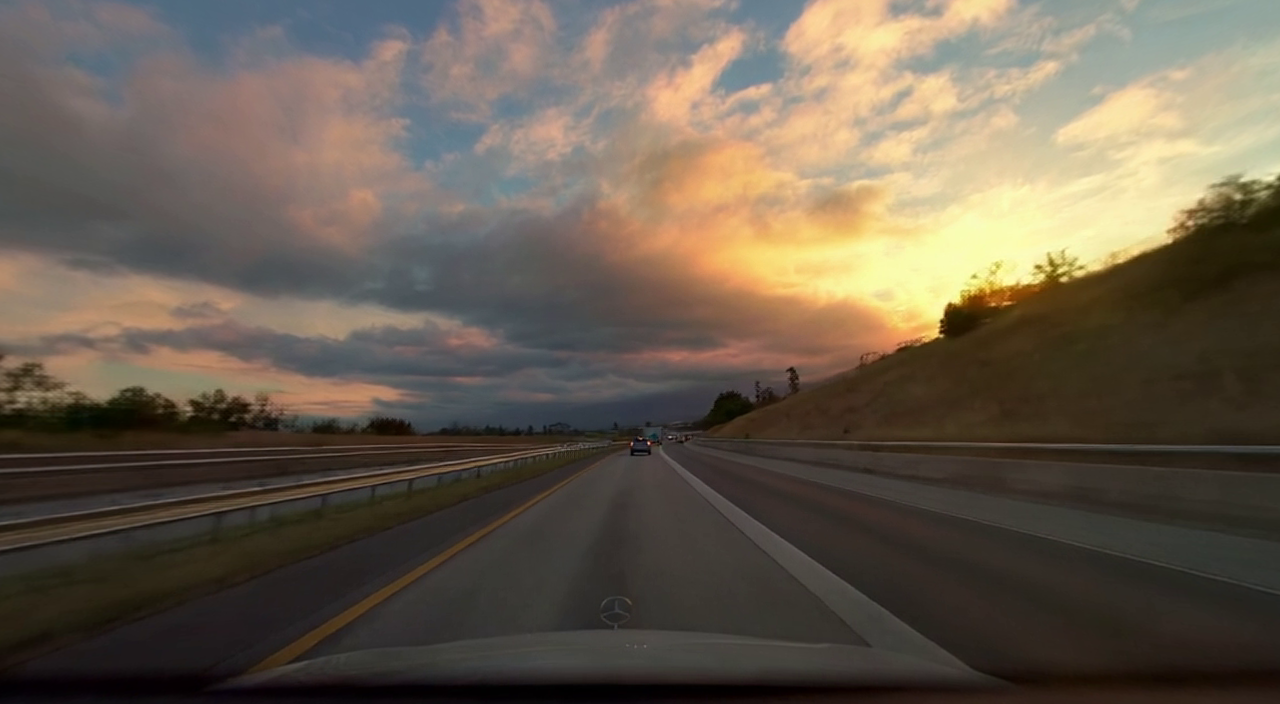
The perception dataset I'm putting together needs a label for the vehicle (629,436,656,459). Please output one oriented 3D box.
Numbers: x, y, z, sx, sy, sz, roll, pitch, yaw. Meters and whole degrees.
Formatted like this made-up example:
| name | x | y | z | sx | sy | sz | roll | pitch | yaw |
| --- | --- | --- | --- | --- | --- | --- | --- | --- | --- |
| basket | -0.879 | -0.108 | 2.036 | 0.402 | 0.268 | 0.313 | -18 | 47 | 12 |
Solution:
| name | x | y | z | sx | sy | sz | roll | pitch | yaw |
| --- | --- | --- | --- | --- | --- | --- | --- | --- | --- |
| vehicle | 0.187 | 7.464 | 49.465 | 2.059 | 1.696 | 4.165 | 0 | -8 | 0 |
